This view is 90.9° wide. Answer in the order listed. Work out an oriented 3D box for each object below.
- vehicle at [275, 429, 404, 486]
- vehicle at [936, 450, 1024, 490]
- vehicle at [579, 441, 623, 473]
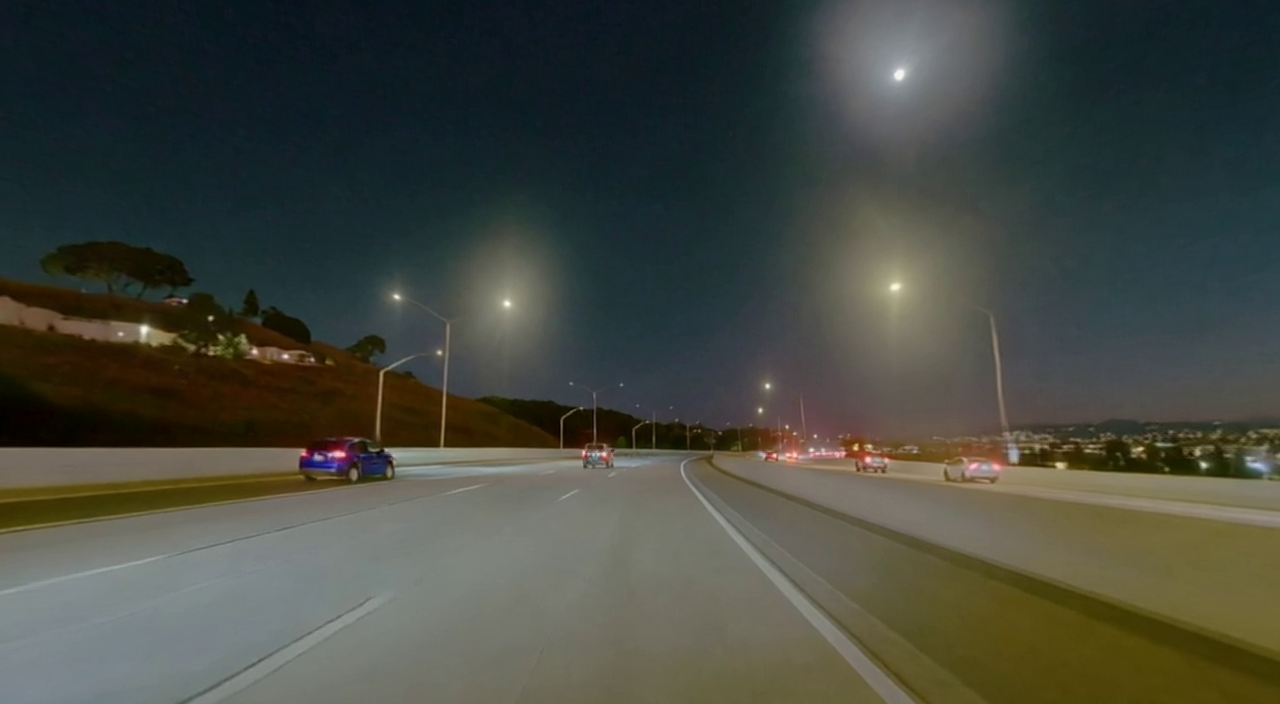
[{"bbox_3d":[-10.256,3.636,22.032,2.039,1.746,4.528,0,-8,3],"label":"vehicle"},{"bbox_3d":[14.915,5.145,27.970,1.786,1.559,4.496,-1,-8,5],"label":"vehicle"},{"bbox_3d":[-2.236,6.185,37.313,2.028,1.782,4.150,-1,-8,4],"label":"vehicle"}]
